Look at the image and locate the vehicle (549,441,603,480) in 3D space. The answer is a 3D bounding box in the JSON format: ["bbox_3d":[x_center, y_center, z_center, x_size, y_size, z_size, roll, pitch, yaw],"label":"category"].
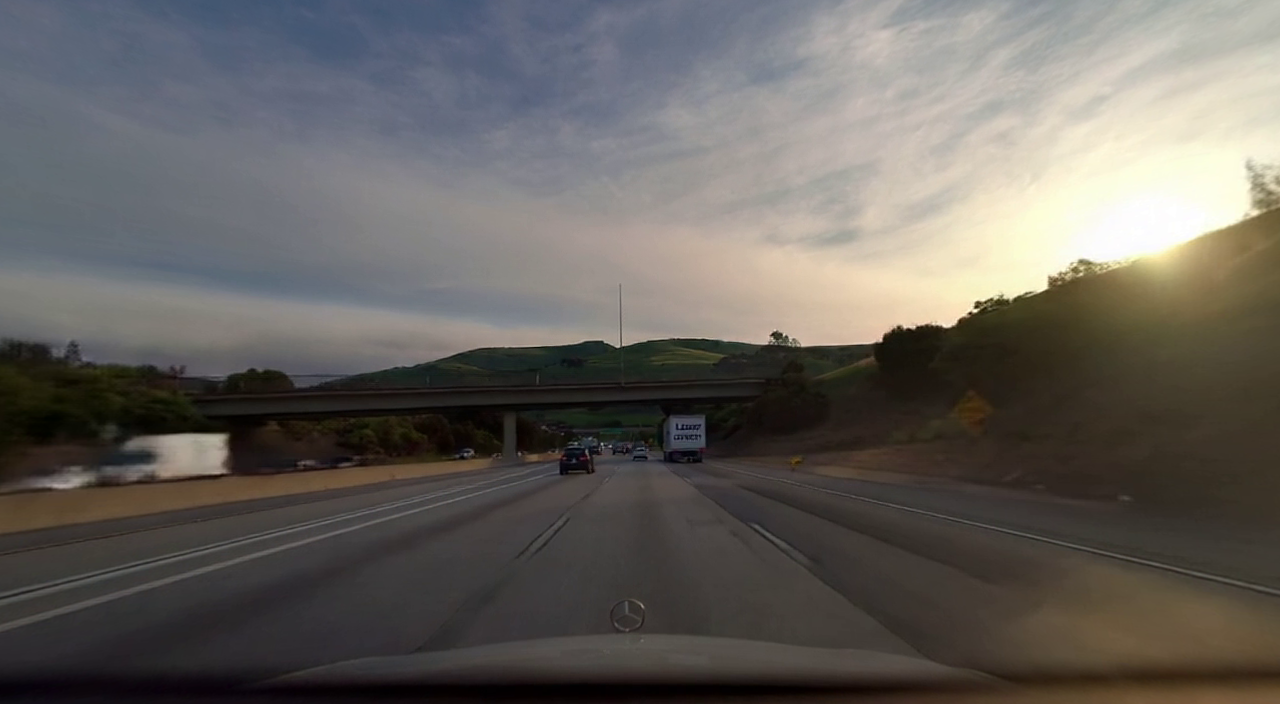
[{"bbox_3d":[-2.925,5.084,29.717,2.052,1.654,4.303,0,-9,1],"label":"vehicle"}]
